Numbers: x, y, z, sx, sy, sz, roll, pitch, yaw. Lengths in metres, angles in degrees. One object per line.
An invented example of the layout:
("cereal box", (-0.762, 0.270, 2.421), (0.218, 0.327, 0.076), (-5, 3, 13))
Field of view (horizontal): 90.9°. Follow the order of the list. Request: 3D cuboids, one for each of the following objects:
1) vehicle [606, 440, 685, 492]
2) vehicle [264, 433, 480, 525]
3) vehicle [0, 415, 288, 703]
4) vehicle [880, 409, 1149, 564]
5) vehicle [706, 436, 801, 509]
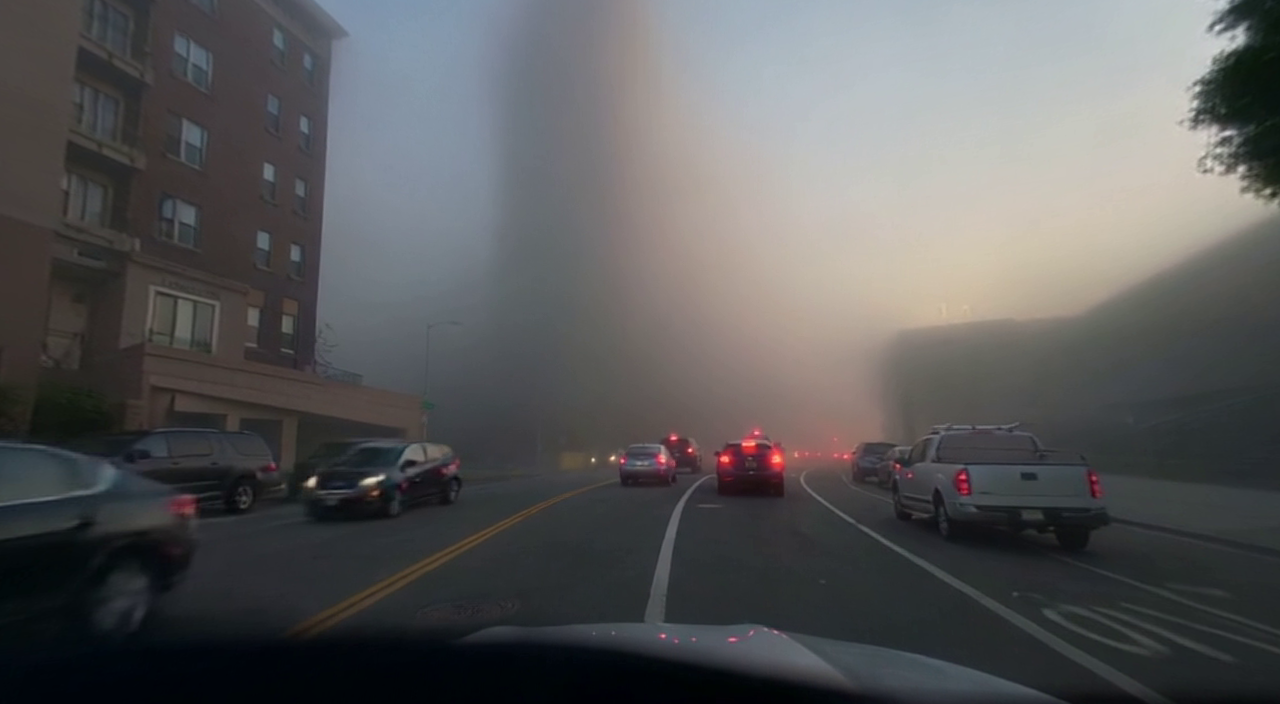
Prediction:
("vehicle", (0.270, 3.517, 19.833), (2.031, 1.461, 3.763), (-1, -8, 8))
("vehicle", (-5.261, 2.515, 13.190), (2.086, 1.565, 4.281), (-1, -8, 10))
("vehicle", (-4.124, 1.047, 3.022), (2.028, 1.478, 4.682), (0, -8, 2))
("vehicle", (5.264, 1.901, 9.749), (2.088, 1.775, 4.454), (-2, -8, 11))
("vehicle", (2.762, 2.866, 15.550), (1.982, 1.510, 4.144), (-1, -8, 9))
